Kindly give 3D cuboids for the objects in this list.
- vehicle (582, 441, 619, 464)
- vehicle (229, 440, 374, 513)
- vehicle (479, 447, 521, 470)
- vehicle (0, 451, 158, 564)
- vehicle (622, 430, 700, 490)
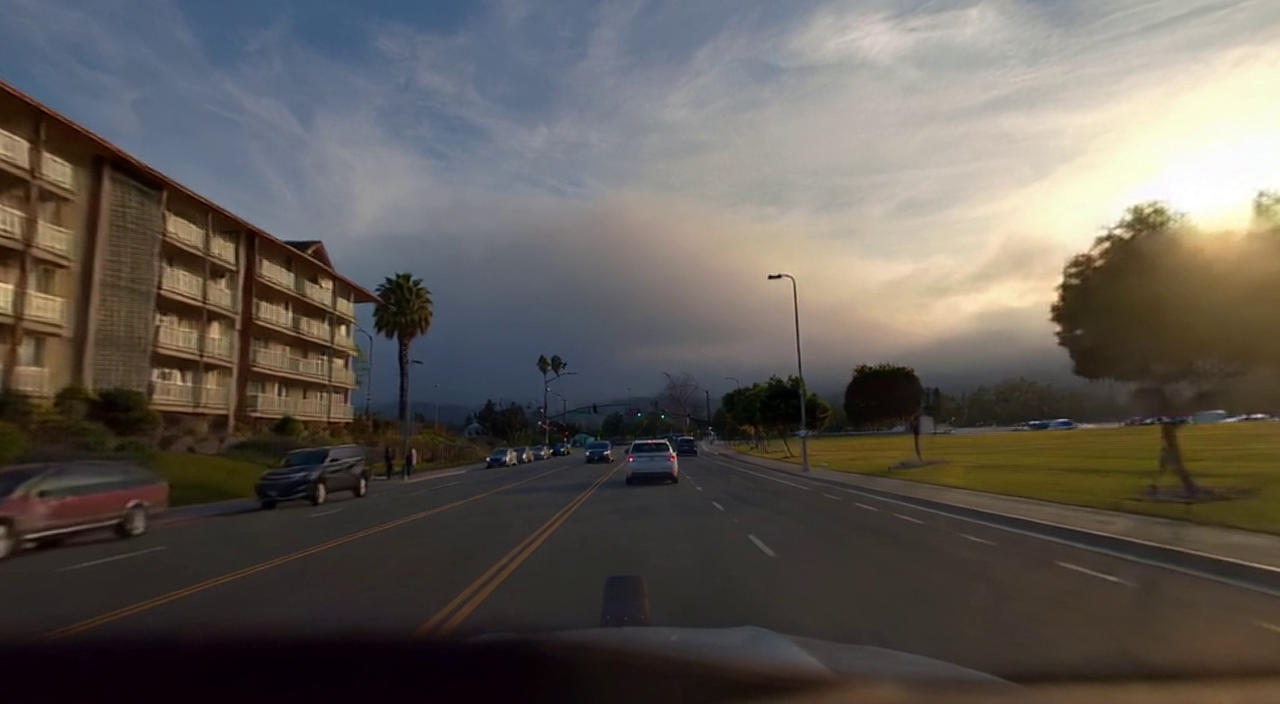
[{"bbox_3d":[-2.565,6.629,41.734,2.104,1.455,4.199,-1,-9,2],"label":"vehicle"},{"bbox_3d":[-10.206,3.728,19.507,2.032,1.833,4.465,-3,-8,0],"label":"vehicle"},{"bbox_3d":[-10.035,7.638,45.449,1.839,1.474,4.694,-1,-9,1],"label":"vehicle"},{"bbox_3d":[-10.390,2.513,10.252,1.932,1.607,4.191,-4,-8,-2],"label":"vehicle"},{"bbox_3d":[0.596,3.261,19.281,2.132,1.632,3.838,0,-8,0],"label":"vehicle"}]
